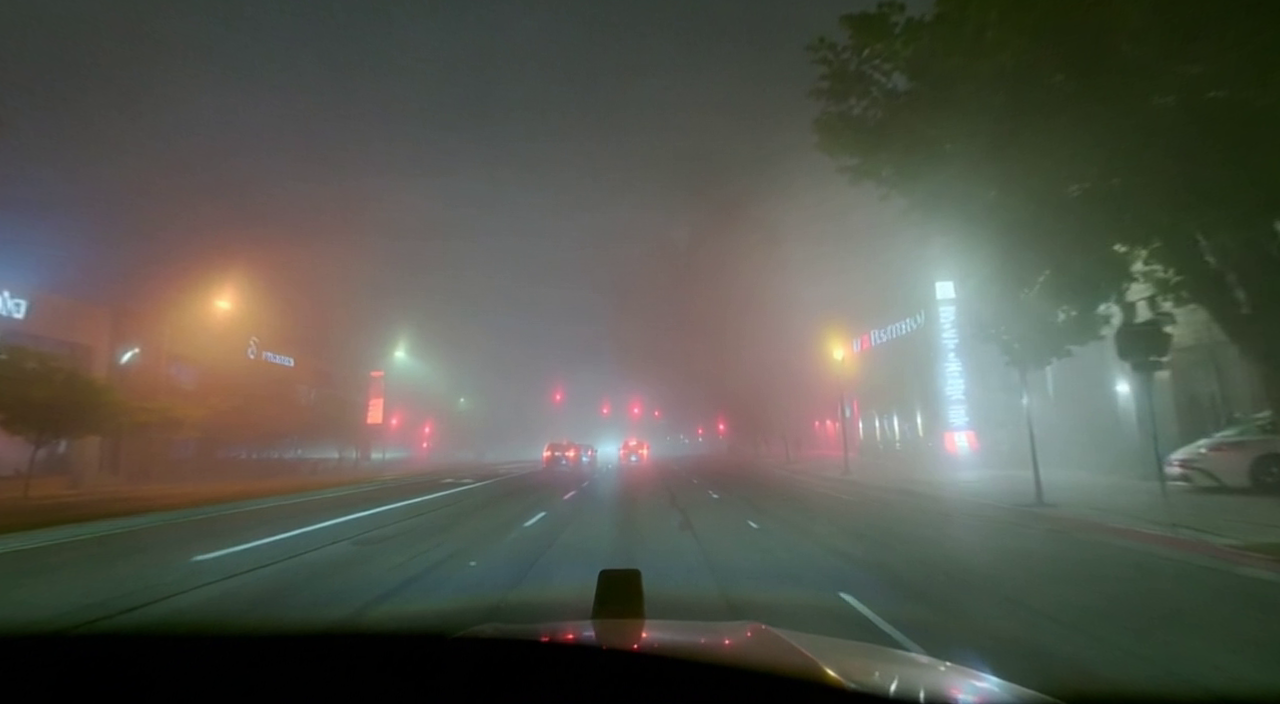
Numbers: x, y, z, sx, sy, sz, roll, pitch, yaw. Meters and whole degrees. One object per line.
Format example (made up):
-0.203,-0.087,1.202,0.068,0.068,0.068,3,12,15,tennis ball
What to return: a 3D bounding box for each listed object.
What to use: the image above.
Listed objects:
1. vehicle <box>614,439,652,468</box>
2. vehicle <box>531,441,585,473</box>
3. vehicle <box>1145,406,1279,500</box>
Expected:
-0.390,5.781,36.046,2.042,1.555,3.912,0,-8,0,vehicle
-3.988,5.216,31.561,2.020,1.457,4.496,0,-8,1,vehicle
12.761,1.944,12.301,4.084,1.661,2.042,0,-8,-2,vehicle
